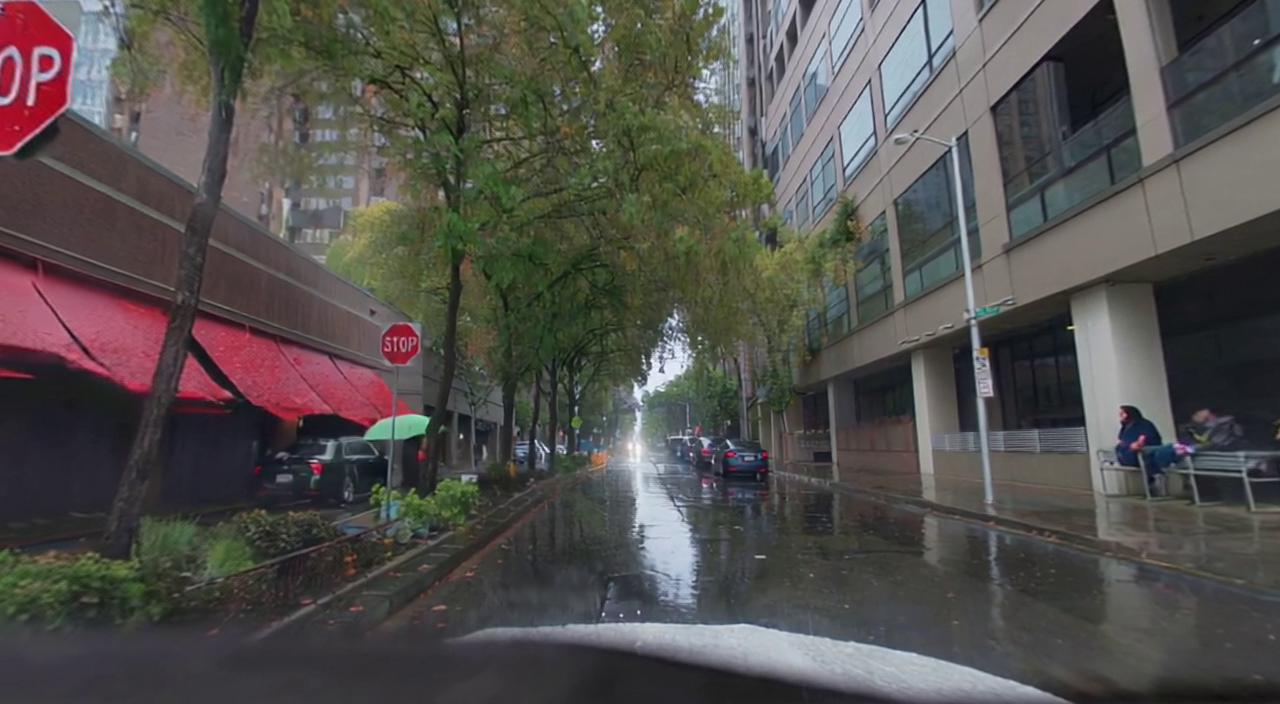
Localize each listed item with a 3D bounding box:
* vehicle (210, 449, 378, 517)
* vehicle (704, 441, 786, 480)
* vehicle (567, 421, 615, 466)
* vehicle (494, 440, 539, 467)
[{"bbox_3d":[-8.793,3.323,16.619,2.007,1.503,4.343,0,-8,-1],"label":"vehicle"},{"bbox_3d":[4.576,4.604,27.096,1.858,1.491,4.329,-5,-10,33],"label":"vehicle"},{"bbox_3d":[-2.982,5.802,40.123,2.317,2.596,6.053,0,-8,3],"label":"vehicle"},{"bbox_3d":[-8.843,7.329,45.723,2.256,1.802,4.333,0,-8,2],"label":"vehicle"}]
